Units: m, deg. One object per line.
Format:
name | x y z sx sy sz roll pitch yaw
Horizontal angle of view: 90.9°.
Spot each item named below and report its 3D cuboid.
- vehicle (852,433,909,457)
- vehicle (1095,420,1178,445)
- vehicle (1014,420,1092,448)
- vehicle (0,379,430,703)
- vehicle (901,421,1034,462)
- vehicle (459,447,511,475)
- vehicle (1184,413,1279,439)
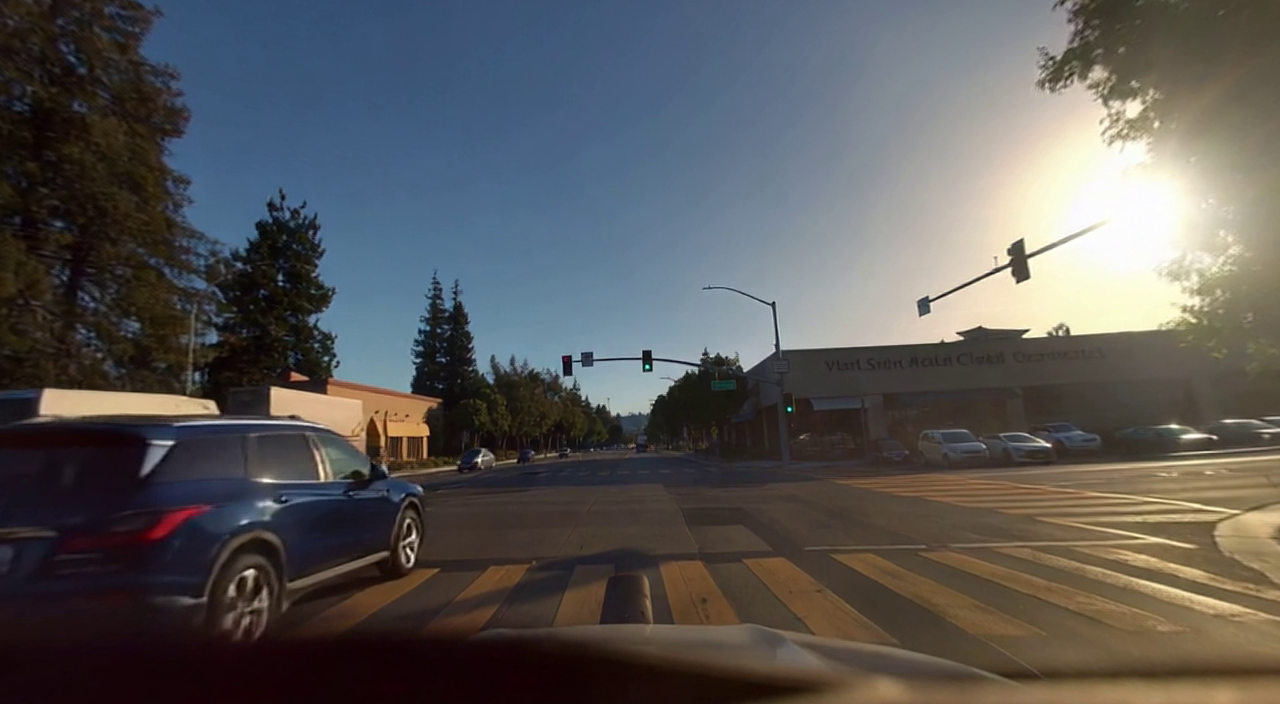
vehicle | 17.352 6.743 45.546 3.329 1.415 1.821 -5 -9 3
vehicle | 31.312 5.118 39.916 1.823 1.480 4.003 0 -9 -4
vehicle | 26.302 5.281 40.307 2.011 1.656 4.163 0 -9 -2
vehicle | -3.454 1.282 5.227 1.934 1.649 4.490 0 -8 -1
vehicle | 13.954 3.839 27.060 4.566 1.670 2.000 0 -9 -3
vehicle | -9.286 6.528 38.013 2.026 1.616 4.199 0 -9 0
vehicle | 38.402 4.884 41.022 1.715 1.480 4.701 -1 -9 -1
